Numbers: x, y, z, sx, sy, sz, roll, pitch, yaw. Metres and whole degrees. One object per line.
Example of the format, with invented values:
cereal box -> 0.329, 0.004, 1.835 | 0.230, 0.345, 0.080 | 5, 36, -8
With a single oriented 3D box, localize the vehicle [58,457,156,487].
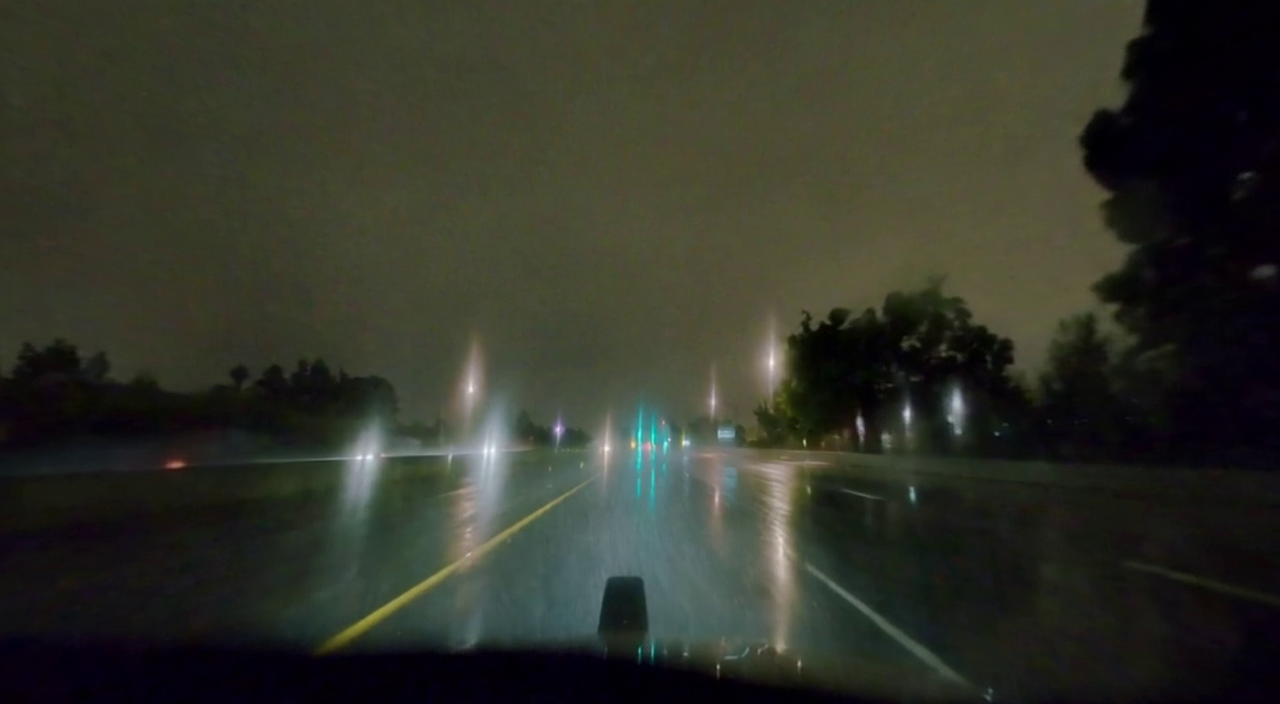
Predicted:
vehicle -> -33.347, 7.505, 39.635 | 2.031, 1.676, 4.560 | -1, -8, 3
